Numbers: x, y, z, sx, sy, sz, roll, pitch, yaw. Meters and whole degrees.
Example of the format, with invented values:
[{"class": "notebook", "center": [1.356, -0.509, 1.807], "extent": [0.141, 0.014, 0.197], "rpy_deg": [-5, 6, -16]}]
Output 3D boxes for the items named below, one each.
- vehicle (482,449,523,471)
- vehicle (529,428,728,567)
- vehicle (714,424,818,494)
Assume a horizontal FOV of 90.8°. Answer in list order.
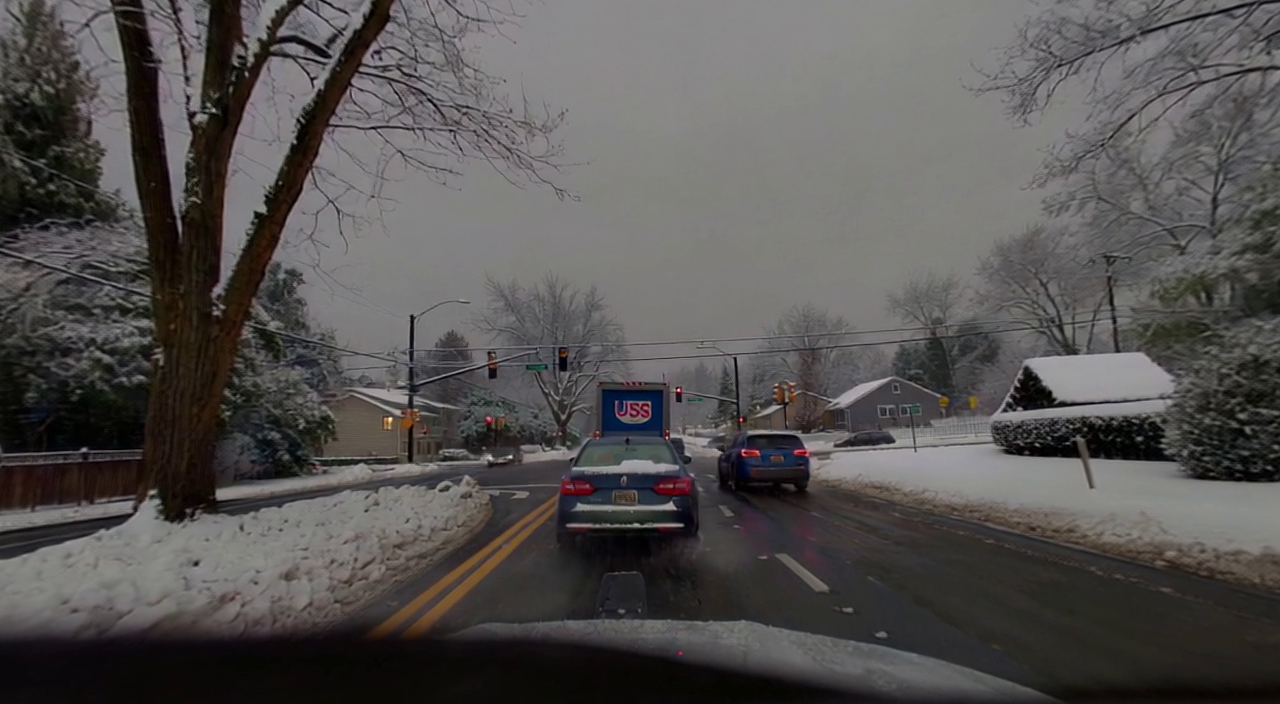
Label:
[{"class": "vehicle", "center": [-9.776, 7.691, 45.287], "extent": [1.950, 1.467, 4.270], "rpy_deg": [0, -8, 1]}, {"class": "vehicle", "center": [-0.159, 1.887, 8.979], "extent": [2.135, 1.483, 4.207], "rpy_deg": [0, -8, -1]}, {"class": "vehicle", "center": [3.625, 3.194, 19.125], "extent": [2.145, 1.847, 4.524], "rpy_deg": [0, -8, -1]}]
